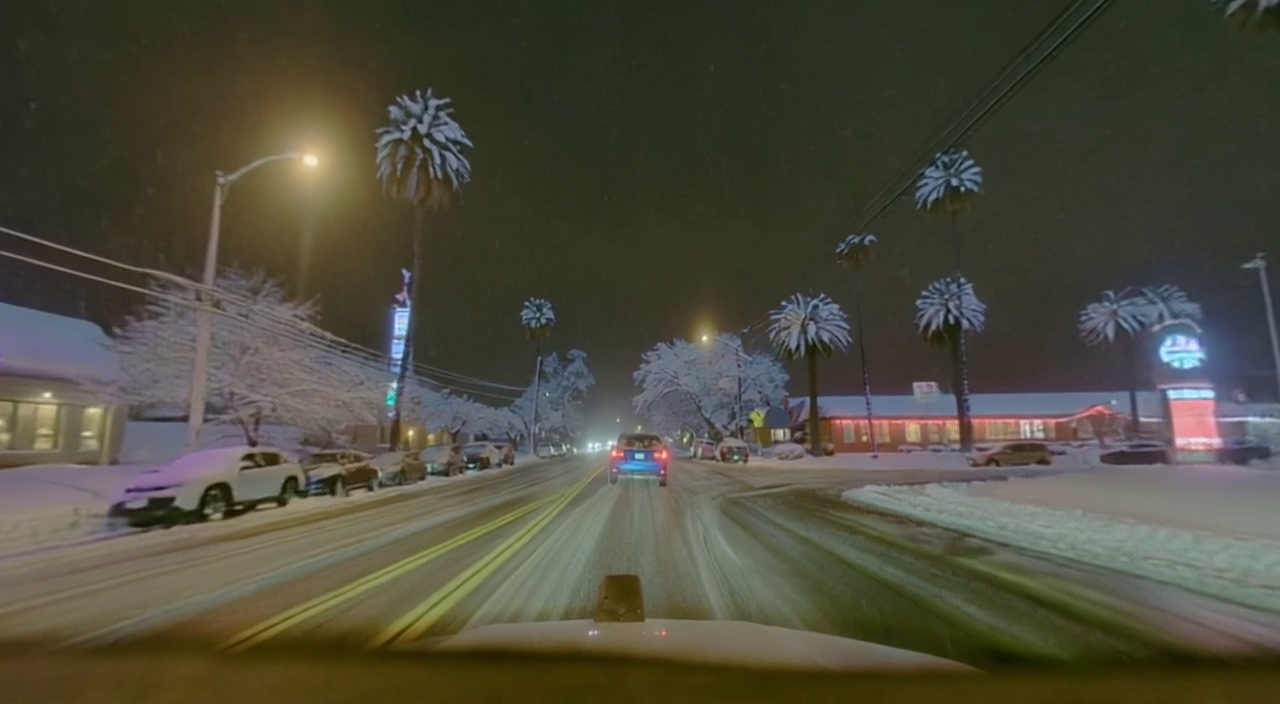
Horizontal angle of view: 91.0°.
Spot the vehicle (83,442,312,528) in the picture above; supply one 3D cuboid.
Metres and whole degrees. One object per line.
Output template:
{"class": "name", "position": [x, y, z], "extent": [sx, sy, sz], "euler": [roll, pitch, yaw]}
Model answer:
{"class": "vehicle", "position": [-10.124, 3.026, 15.027], "extent": [2.075, 1.693, 4.696], "euler": [0, -9, -1]}

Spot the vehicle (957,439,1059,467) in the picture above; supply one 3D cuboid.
{"class": "vehicle", "position": [20.736, 5.711, 35.599], "extent": [4.488, 1.470, 1.994], "euler": [0, -9, -2]}

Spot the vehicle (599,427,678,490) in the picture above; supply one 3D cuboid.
{"class": "vehicle", "position": [-0.121, 3.439, 20.557], "extent": [2.264, 1.798, 4.563], "euler": [0, -9, -2]}

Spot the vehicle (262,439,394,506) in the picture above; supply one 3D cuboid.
{"class": "vehicle", "position": [-10.161, 3.894, 21.041], "extent": [1.992, 1.744, 4.896], "euler": [-1, -6, -1]}

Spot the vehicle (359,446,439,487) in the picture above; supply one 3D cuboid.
{"class": "vehicle", "position": [-10.075, 4.795, 26.657], "extent": [1.812, 1.578, 4.037], "euler": [0, -9, 0]}

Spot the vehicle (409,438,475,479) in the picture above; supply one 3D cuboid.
{"class": "vehicle", "position": [-10.041, 5.418, 32.285], "extent": [1.958, 1.937, 4.114], "euler": [0, -9, 1]}

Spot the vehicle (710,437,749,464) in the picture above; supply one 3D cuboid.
{"class": "vehicle", "position": [6.041, 6.700, 42.884], "extent": [2.005, 1.775, 4.324], "euler": [0, -9, 0]}
